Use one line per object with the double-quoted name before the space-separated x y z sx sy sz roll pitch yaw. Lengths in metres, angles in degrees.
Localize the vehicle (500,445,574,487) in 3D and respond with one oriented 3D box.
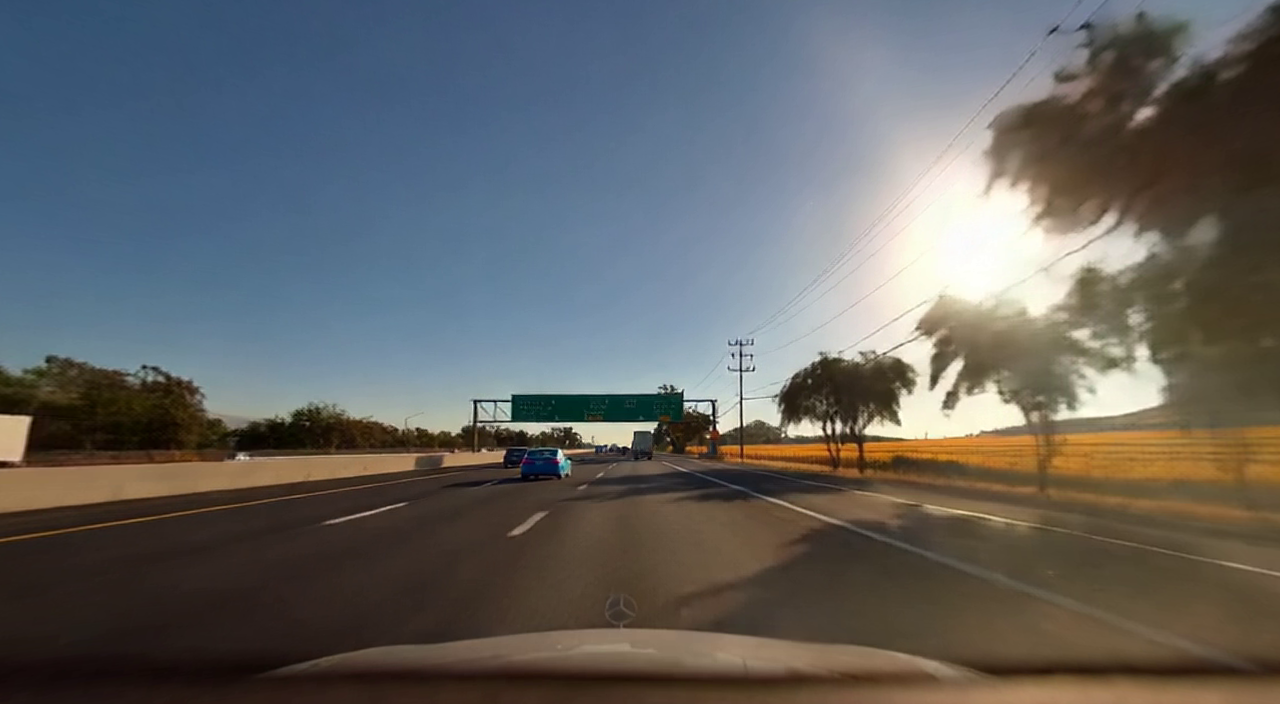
"vehicle" -3.953 4.482 25.006 2.104 1.501 4.459 0 -9 1
